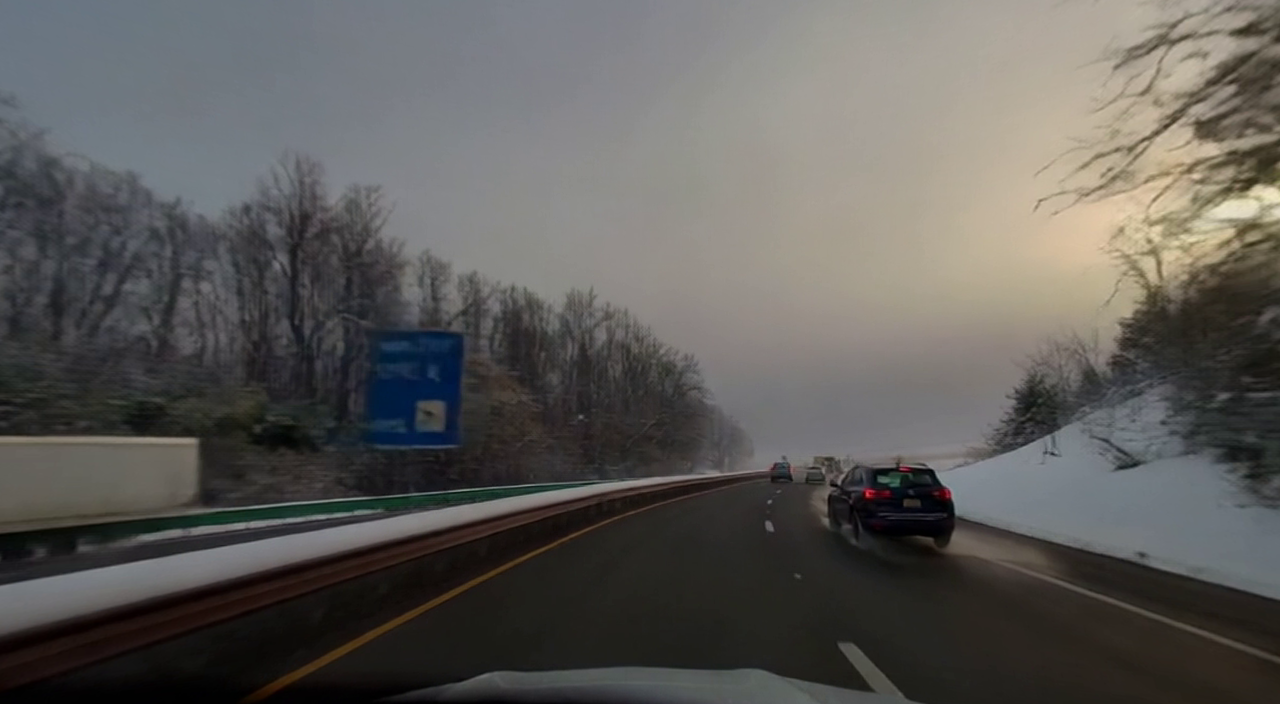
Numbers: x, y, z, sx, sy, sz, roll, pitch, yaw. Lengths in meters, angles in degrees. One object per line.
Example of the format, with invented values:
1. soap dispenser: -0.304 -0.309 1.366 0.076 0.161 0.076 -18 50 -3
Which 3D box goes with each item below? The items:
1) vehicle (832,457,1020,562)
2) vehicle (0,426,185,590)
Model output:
1. vehicle: 5.134 2.860 12.049 2.023 1.593 4.105 0 -11 6
2. vehicle: -17.014 3.810 15.532 2.909 3.910 9.340 -2 -11 14
